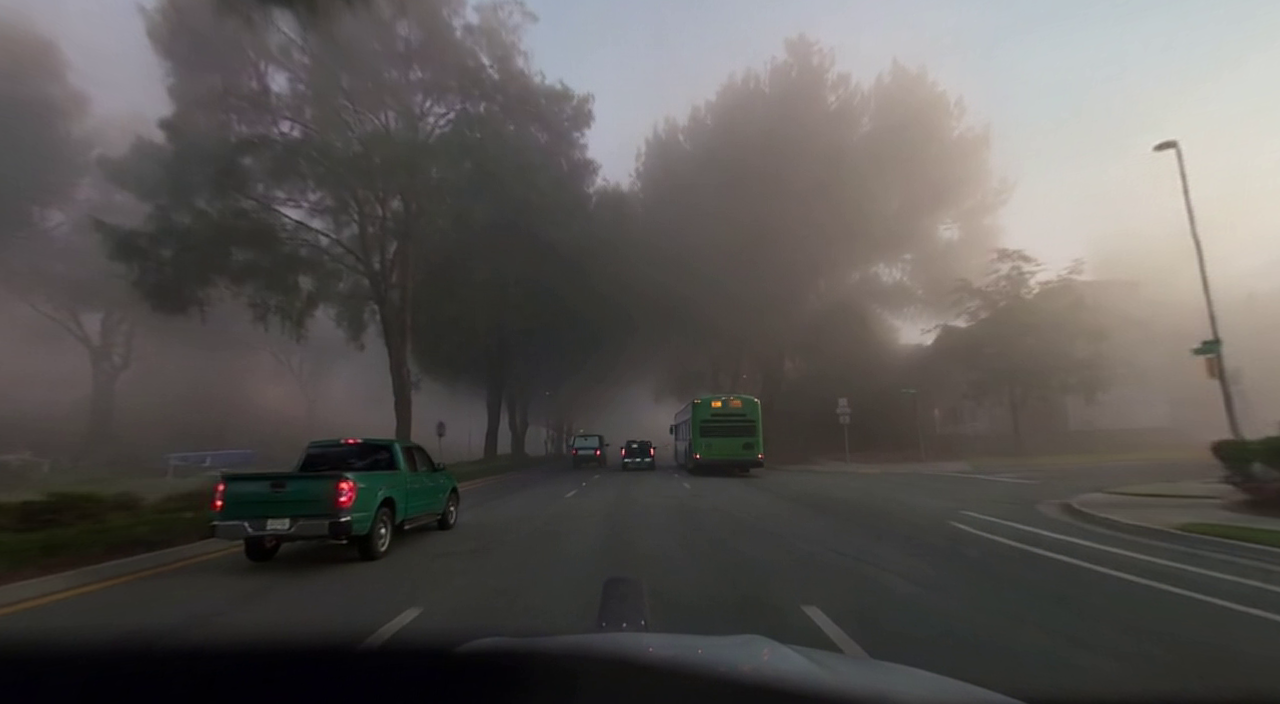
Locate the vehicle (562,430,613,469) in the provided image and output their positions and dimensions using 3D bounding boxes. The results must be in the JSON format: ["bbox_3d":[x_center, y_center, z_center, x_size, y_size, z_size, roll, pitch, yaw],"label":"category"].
[{"bbox_3d":[-2.949,5.718,36.955,2.513,2.066,5.820,-1,-8,0],"label":"vehicle"}]

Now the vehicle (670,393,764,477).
[{"bbox_3d":[3.303,4.170,31.070,3.059,3.264,12.623,-1,-8,0],"label":"vehicle"}]

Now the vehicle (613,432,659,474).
[{"bbox_3d":[-0.158,4.923,30.885,2.074,1.849,5.137,-1,-8,1],"label":"vehicle"}]

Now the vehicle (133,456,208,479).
[{"bbox_3d":[-33.831,8.300,45.614,1.745,1.441,4.693,-1,-8,1],"label":"vehicle"}]

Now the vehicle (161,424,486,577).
[{"bbox_3d":[-3.825,1.874,8.811,2.109,1.543,4.535,-1,-8,1],"label":"vehicle"}]
